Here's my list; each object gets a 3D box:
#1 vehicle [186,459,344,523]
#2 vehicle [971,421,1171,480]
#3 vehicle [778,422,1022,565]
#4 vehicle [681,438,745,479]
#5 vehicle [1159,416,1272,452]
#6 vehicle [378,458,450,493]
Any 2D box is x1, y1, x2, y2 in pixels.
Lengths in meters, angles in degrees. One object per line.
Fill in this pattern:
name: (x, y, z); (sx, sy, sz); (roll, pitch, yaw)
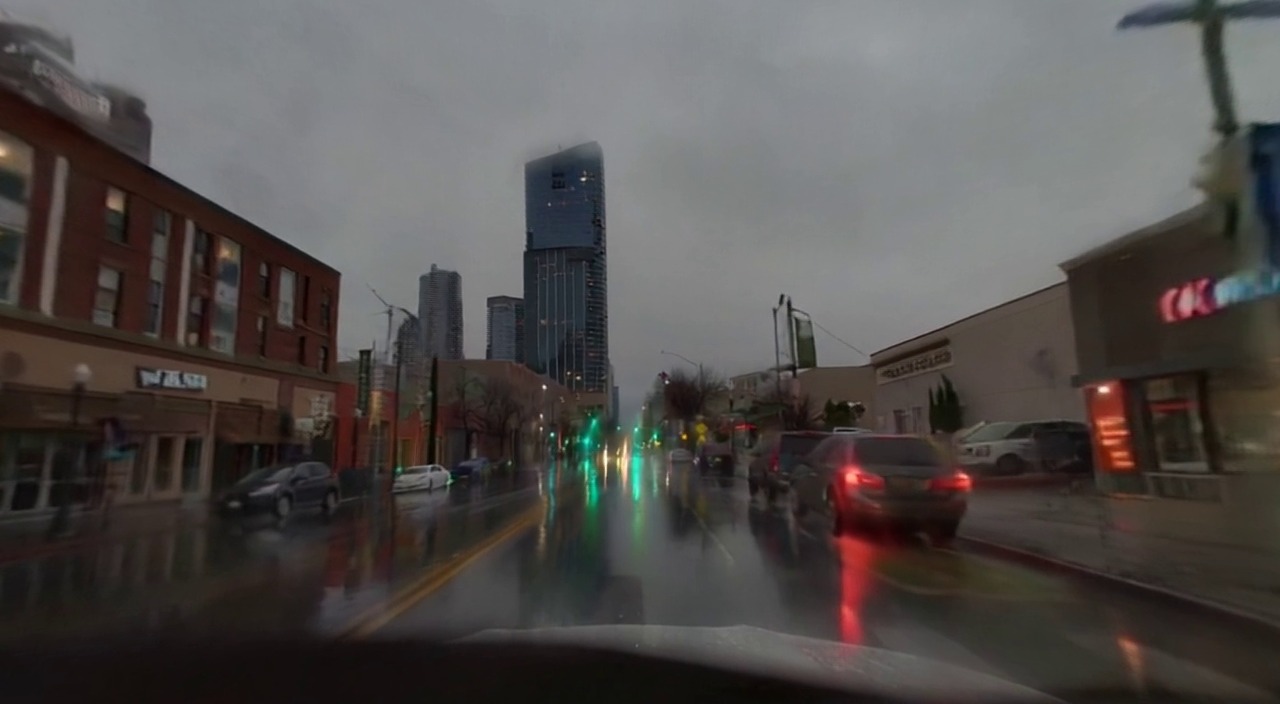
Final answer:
vehicle: (-10.897, 4.036, 18.831); (2.018, 1.553, 4.407); (0, -8, -1)
vehicle: (13.615, 3.155, 20.258); (4.732, 1.746, 2.141); (-1, -8, 3)
vehicle: (3.866, 2.179, 10.652); (2.118, 1.779, 5.121); (-1, -8, 3)
vehicle: (3.644, 5.485, 32.812); (2.492, 1.909, 5.830); (0, -8, -1)
vehicle: (27.069, 3.849, 29.789); (3.666, 1.448, 1.639); (-3, -6, 1)
vehicle: (-10.850, 5.943, 30.751); (1.861, 1.473, 4.633); (0, -8, -1)
